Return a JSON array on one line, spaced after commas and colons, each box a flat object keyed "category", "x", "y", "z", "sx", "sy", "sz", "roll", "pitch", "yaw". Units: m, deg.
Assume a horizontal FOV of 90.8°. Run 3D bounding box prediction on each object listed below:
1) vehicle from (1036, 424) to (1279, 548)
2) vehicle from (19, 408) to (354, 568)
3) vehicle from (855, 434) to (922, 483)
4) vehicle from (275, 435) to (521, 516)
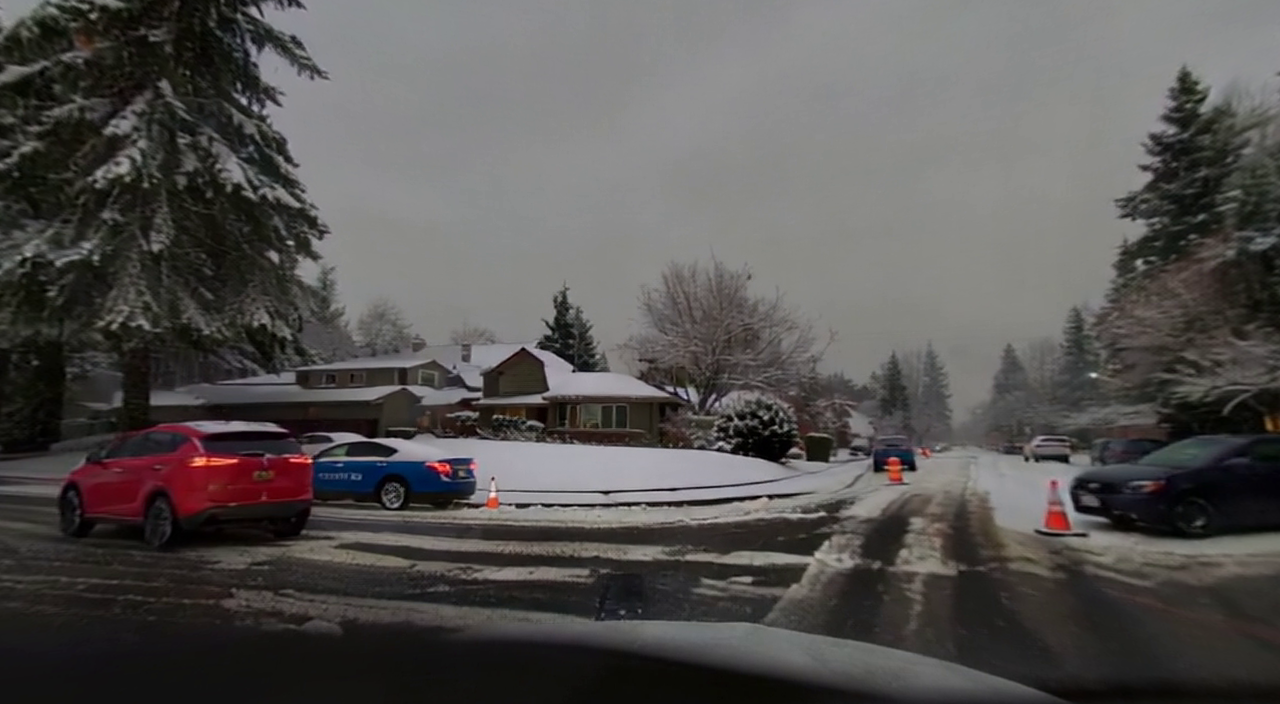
[{"category": "vehicle", "x": 9.039, "y": 1.910, "z": 9.616, "sx": 4.656, "sy": 1.577, "sz": 2.099, "roll": 0, "pitch": -8, "yaw": -6}, {"category": "vehicle", "x": -6.494, "y": 1.800, "z": 9.070, "sx": 4.094, "sy": 1.748, "sz": 2.350, "roll": -5, "pitch": -10, "yaw": 31}, {"category": "vehicle", "x": 9.923, "y": 4.178, "z": 25.041, "sx": 2.014, "sy": 1.742, "sz": 4.297, "roll": -4, "pitch": -9, "yaw": 26}, {"category": "vehicle", "x": -5.338, "y": 2.651, "z": 14.036, "sx": 4.710, "sy": 1.515, "sz": 2.400, "roll": -4, "pitch": -9, "yaw": 24}]
